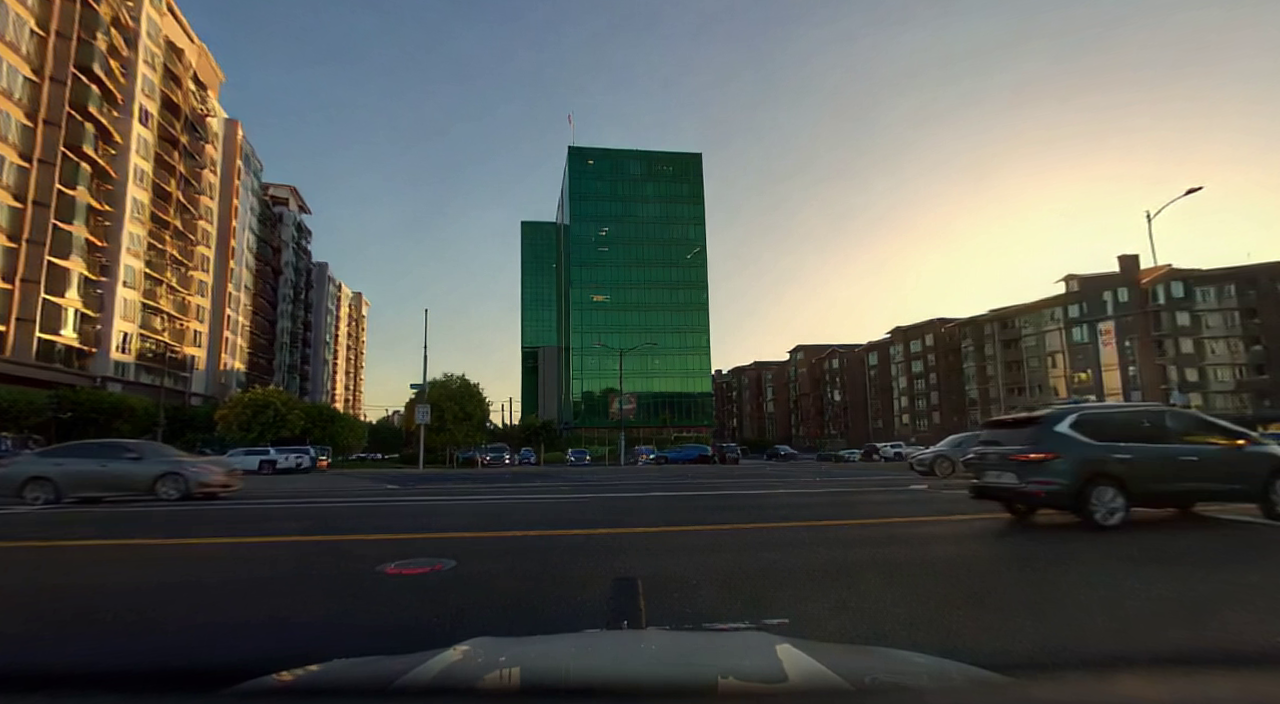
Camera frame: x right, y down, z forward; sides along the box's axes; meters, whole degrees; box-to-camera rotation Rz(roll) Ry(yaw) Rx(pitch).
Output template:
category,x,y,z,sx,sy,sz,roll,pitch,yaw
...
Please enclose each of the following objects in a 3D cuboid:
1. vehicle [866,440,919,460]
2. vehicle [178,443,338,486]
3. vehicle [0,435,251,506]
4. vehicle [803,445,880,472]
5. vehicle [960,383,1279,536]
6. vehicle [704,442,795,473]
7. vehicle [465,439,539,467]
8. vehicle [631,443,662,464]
category,x,y,z,sx,sy,sz,roll,pitch,yaw
vehicle,19.808,7.738,49.643,2.133,1.494,4.108,1,-8,-5
vehicle,-13.697,4.035,22.883,4.513,1.451,1.853,1,-9,-8
vehicle,-12.044,2.654,14.441,4.818,1.470,1.989,1,-9,-8
vehicle,12.764,6.730,39.960,4.215,1.575,1.884,2,-9,-11
vehicle,8.236,1.678,10.175,4.885,2.081,2.342,1,-9,-9
vehicle,6.678,6.474,38.733,5.127,1.803,2.011,1,-9,-9
vehicle,-10.171,7.459,46.568,4.920,1.956,1.865,-2,-9,14
vehicle,0.434,7.580,47.135,1.845,1.509,3.855,1,-9,-6
